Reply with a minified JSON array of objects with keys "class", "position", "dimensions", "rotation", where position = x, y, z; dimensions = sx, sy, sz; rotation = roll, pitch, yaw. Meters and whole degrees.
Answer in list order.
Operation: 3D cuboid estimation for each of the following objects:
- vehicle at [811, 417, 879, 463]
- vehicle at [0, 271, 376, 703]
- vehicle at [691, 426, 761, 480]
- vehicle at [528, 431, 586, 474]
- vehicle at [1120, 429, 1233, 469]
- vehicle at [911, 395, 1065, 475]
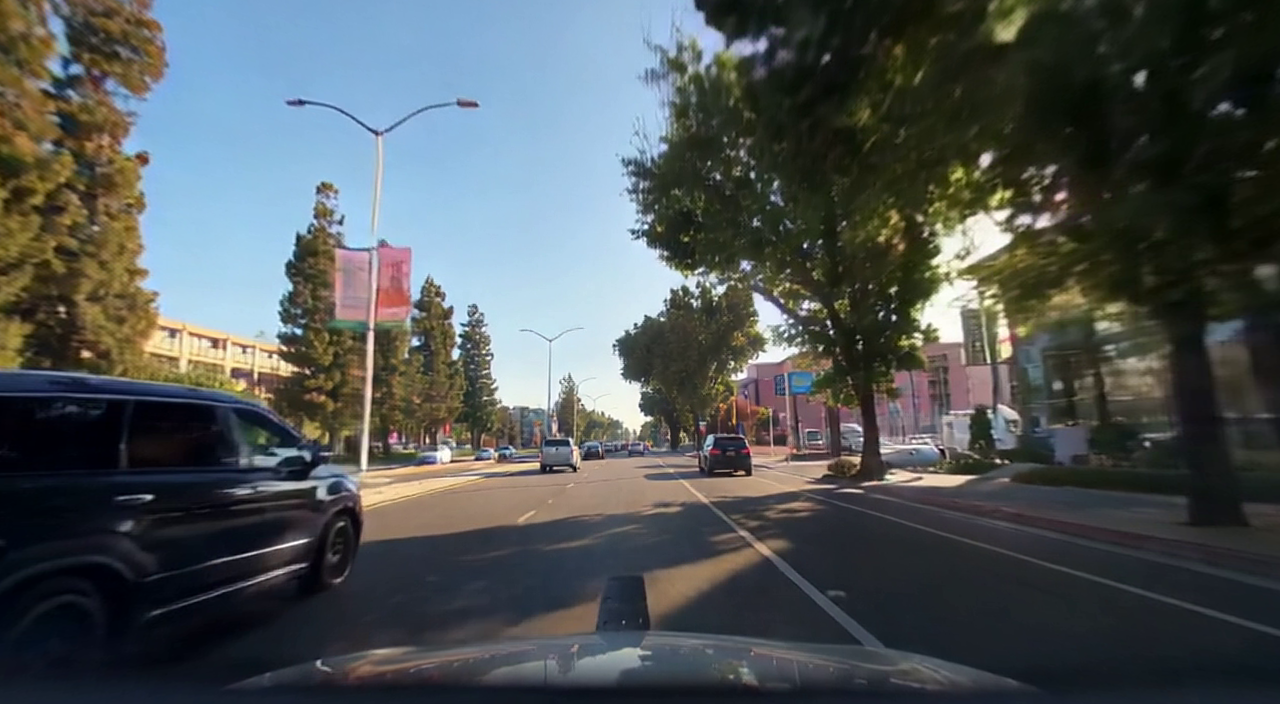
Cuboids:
[{"class":"vehicle","position":[15.767,6.882,49.059],"dimensions":[2.642,3.252,8.515],"rotation":[1,-8,1]},{"class":"vehicle","position":[-3.599,0.797,3.423],"dimensions":[2.210,1.925,4.838],"rotation":[0,-8,0]},{"class":"vehicle","position":[3.281,3.941,24.789],"dimensions":[2.024,1.921,4.431],"rotation":[0,-8,-2]},{"class":"vehicle","position":[-3.638,4.477,28.235],"dimensions":[2.014,1.775,4.404],"rotation":[0,-8,0]},{"class":"vehicle","position":[26.945,4.877,31.619],"dimensions":[3.820,1.818,1.962],"rotation":[-2,-8,-1]},{"class":"vehicle","position":[15.852,3.972,29.406],"dimensions":[2.919,3.125,7.218],"rotation":[2,-9,-1]}]
